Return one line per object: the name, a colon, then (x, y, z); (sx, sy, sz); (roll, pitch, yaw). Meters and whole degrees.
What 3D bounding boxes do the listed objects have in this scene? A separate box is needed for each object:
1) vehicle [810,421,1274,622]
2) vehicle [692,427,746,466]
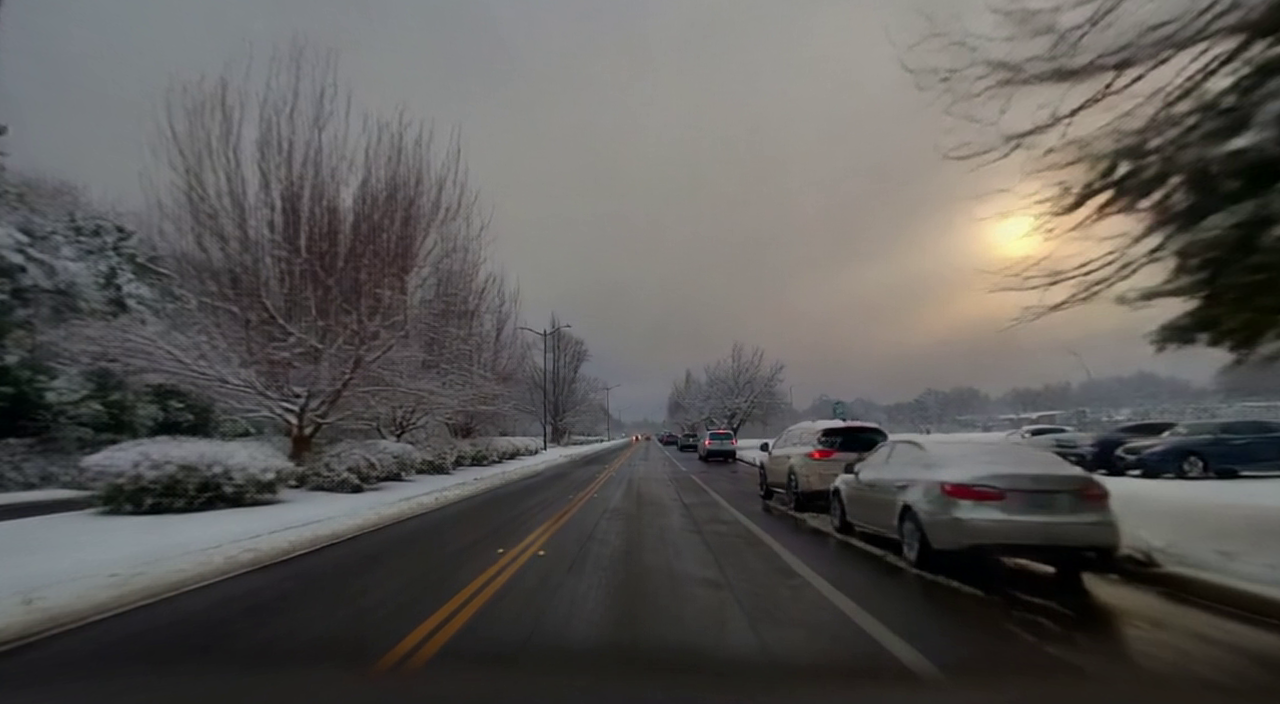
vehicle: (3.638, 1.587, 7.084); (2.068, 1.461, 4.653); (0, -8, -1)
vehicle: (4.161, 5.046, 33.876); (2.226, 1.889, 4.543); (0, -8, -1)
